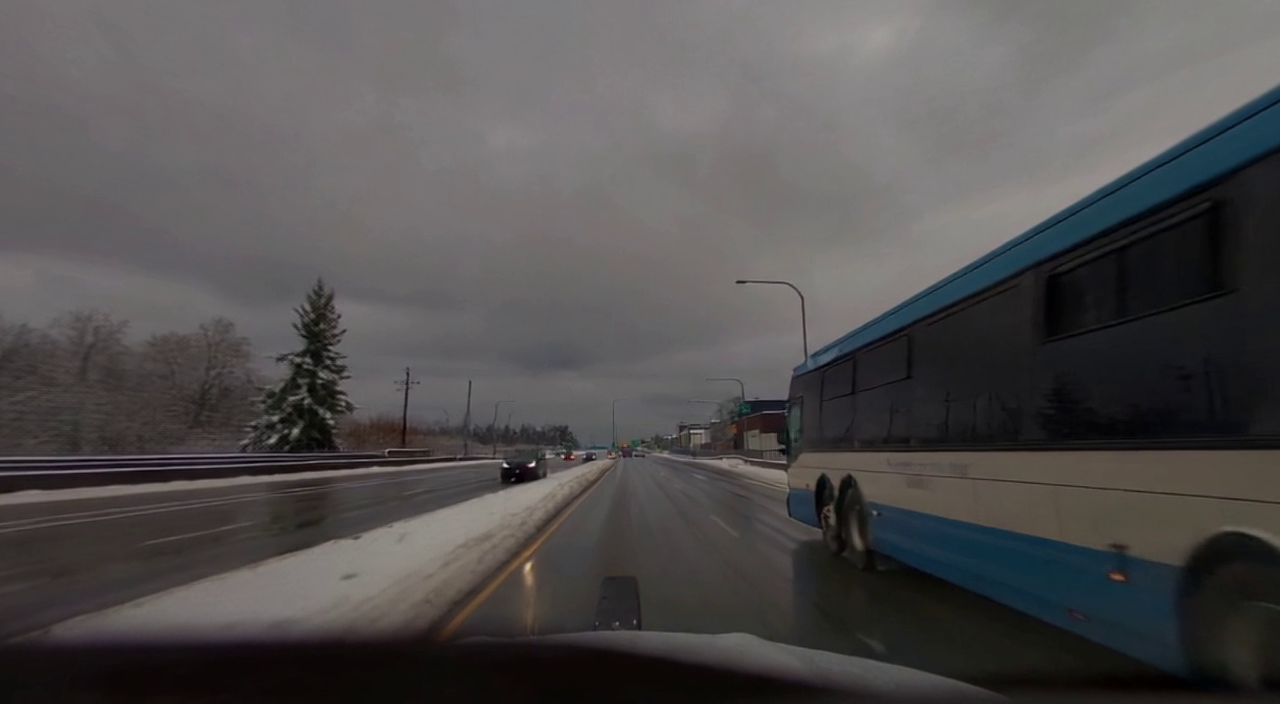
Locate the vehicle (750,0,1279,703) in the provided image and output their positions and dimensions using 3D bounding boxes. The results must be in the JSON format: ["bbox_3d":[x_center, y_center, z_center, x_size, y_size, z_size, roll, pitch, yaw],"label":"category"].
[{"bbox_3d":[3.729,-0.239,3.958,3.277,4.084,14.213,0,-9,-1],"label":"vehicle"}]

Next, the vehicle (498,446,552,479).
[{"bbox_3d":[-5.771,5.598,32.058,1.977,1.530,4.328,-1,-9,0],"label":"vehicle"}]
